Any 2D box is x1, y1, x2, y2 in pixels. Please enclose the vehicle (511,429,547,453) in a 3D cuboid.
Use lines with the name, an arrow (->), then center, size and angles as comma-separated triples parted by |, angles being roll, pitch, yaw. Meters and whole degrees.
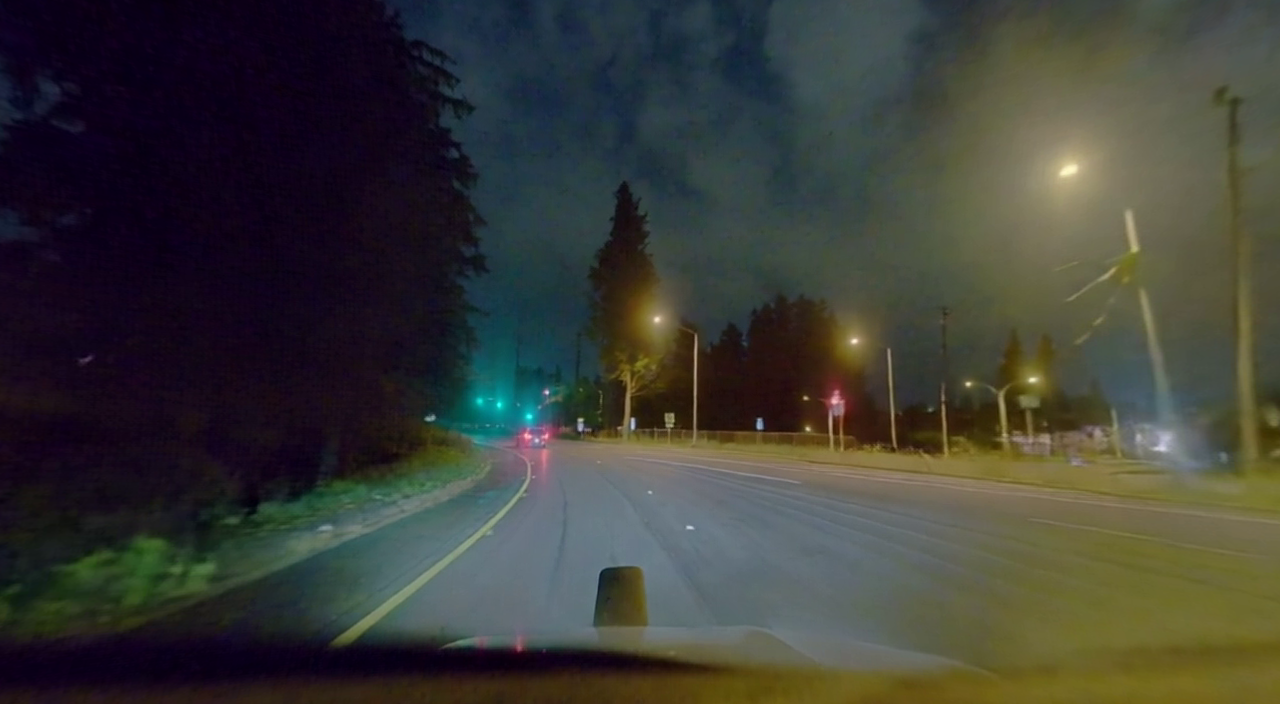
vehicle -> -8.255, 6.577, 46.317 | 1.947, 1.729, 4.051 | 3, -9, -19
